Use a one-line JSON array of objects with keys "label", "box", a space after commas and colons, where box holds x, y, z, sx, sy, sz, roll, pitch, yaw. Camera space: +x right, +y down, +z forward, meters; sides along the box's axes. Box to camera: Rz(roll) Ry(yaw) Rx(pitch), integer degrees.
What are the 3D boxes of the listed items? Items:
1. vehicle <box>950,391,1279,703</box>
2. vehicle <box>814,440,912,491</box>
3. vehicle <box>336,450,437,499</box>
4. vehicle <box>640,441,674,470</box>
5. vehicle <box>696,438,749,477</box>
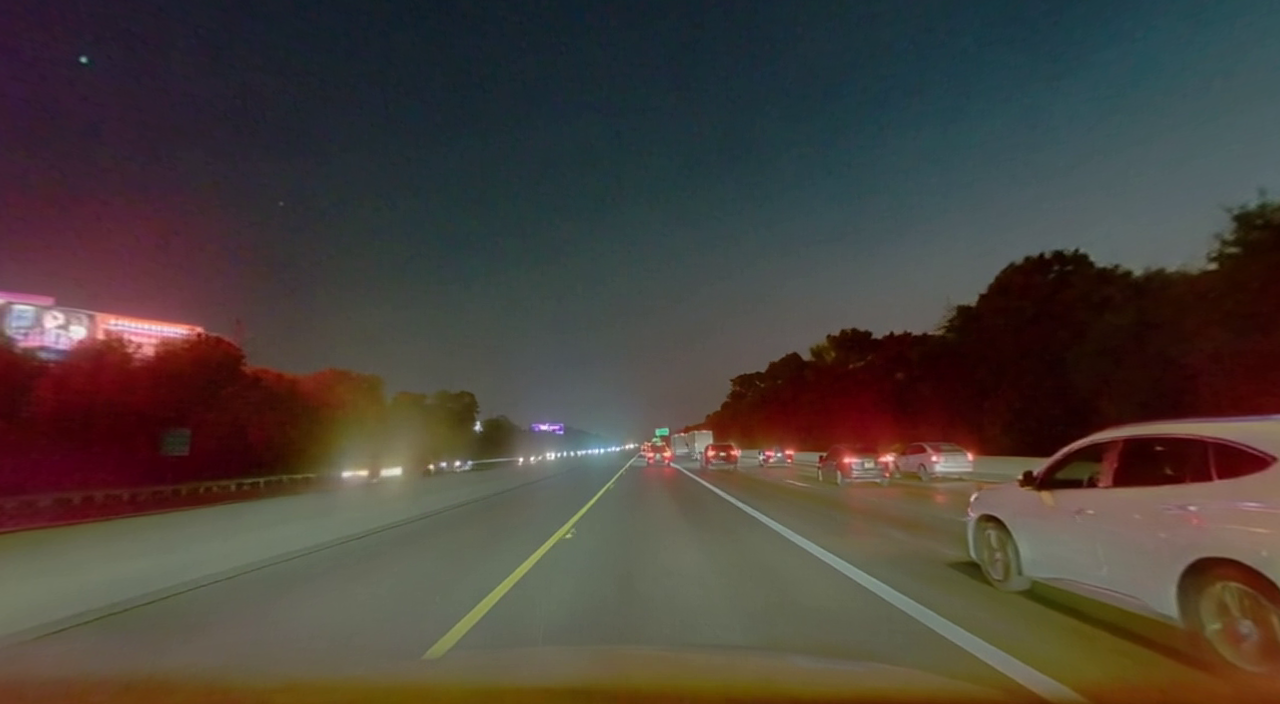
[{"label": "vehicle", "box": [3.896, 1.091, 3.610, 1.989, 1.609, 4.355, 0, -8, 0]}, {"label": "vehicle", "box": [7.619, 3.879, 22.030, 1.807, 1.558, 4.352, 0, -8, 0]}, {"label": "vehicle", "box": [-9.495, 4.589, 24.094, 1.912, 1.610, 4.646, -1, -8, 1]}, {"label": "vehicle", "box": [1.089, 6.885, 42.182, 2.145, 1.832, 4.004, 0, -8, 0]}, {"label": "vehicle", "box": [4.215, 5.482, 33.047, 2.075, 1.845, 4.667, 0, -8, -1]}]
